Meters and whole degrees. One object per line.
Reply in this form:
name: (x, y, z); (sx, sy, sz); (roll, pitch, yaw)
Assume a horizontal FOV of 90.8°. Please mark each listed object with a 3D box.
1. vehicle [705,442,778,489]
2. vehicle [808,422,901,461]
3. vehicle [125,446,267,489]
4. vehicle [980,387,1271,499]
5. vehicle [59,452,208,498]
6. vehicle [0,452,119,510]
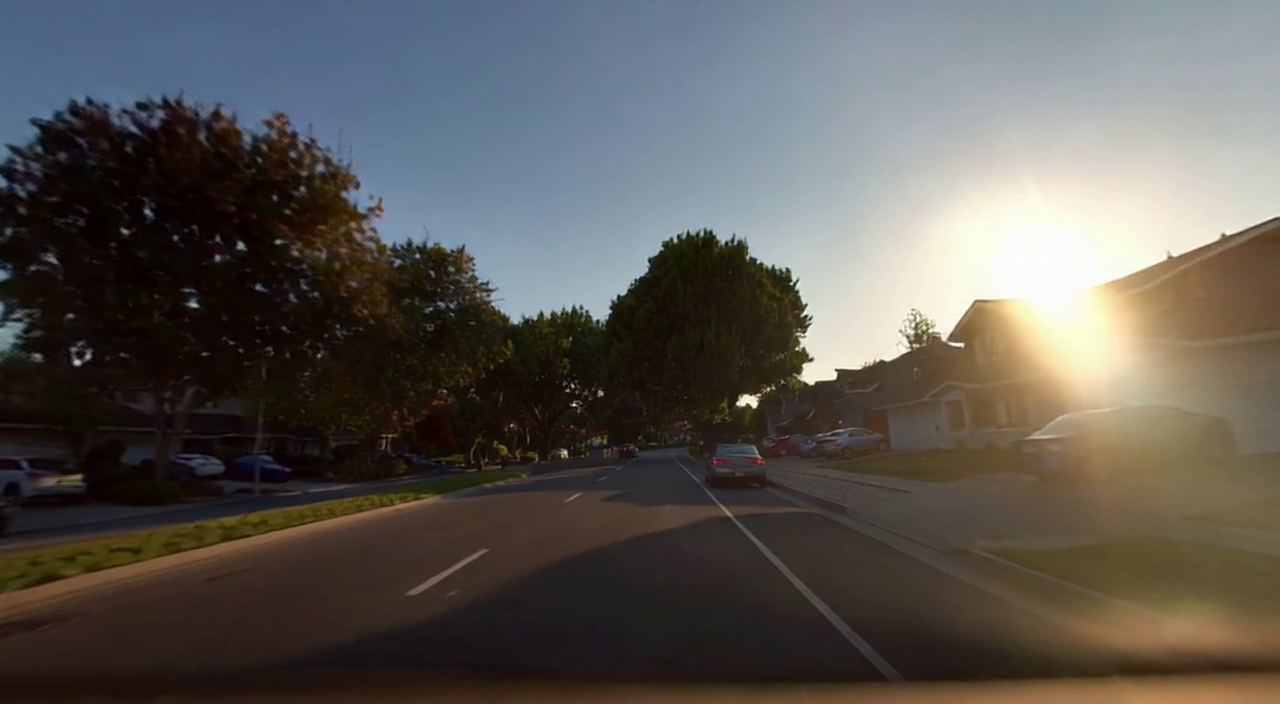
vehicle: (3.429, 3.915, 22.155); (2.016, 1.477, 4.207); (0, -8, 2)
vehicle: (11.445, 4.752, 33.638); (4.591, 1.867, 2.057); (3, -11, -30)
vehicle: (-21.117, 5.503, 30.241); (4.912, 1.936, 2.355); (0, -8, -2)
vehicle: (10.026, 1.881, 13.308); (4.463, 1.765, 1.960); (-5, -8, -5)
vehicle: (-20.666, 5.007, 25.882); (4.505, 1.501, 1.953); (2, -9, 6)
vehicle: (-20.945, 4.264, 21.173); (4.910, 1.660, 2.264); (1, -9, 3)
